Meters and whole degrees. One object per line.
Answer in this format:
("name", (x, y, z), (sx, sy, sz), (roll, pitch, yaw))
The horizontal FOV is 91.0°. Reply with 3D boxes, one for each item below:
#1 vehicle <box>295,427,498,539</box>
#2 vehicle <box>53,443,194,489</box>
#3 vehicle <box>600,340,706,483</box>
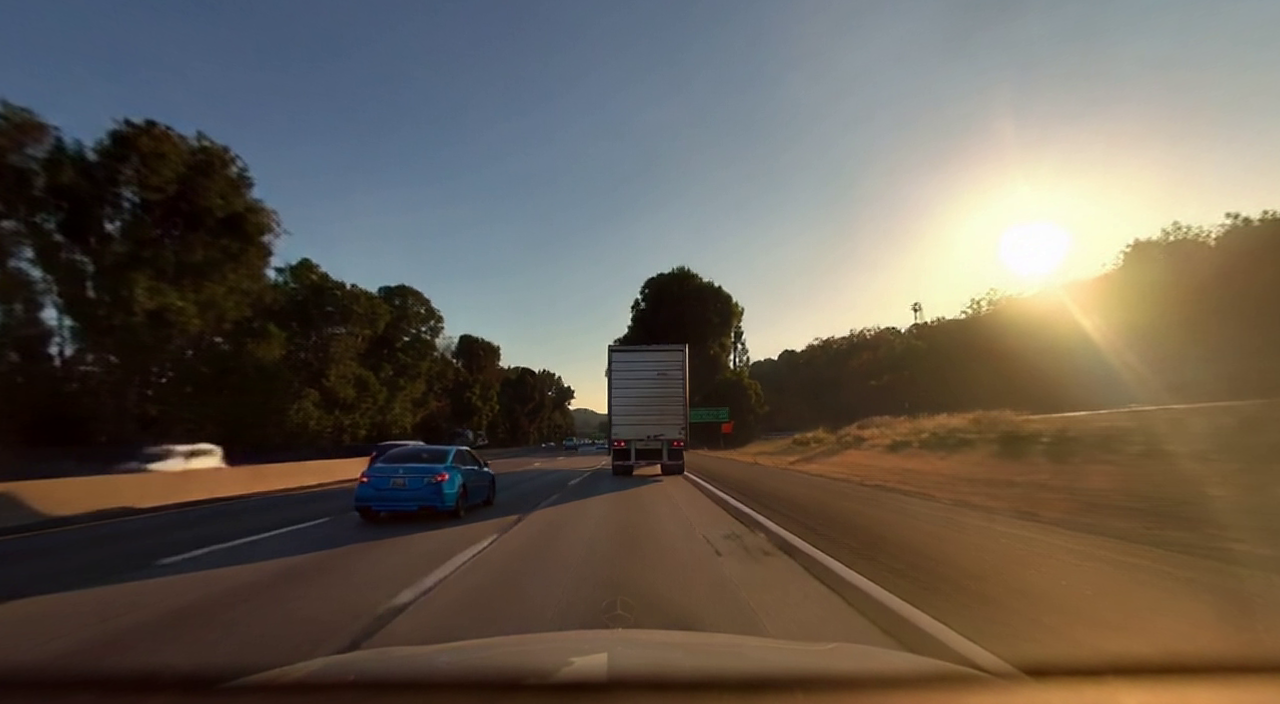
("vehicle", (-3.864, 2.131, 10.919), (1.854, 1.530, 4.268), (0, -8, -1))
("vehicle", (-19.496, 4.282, 24.032), (1.840, 1.545, 4.187), (0, -8, -1))
("vehicle", (0.265, 2.469, 23.766), (3.073, 4.196, 10.546), (0, -8, -1))
